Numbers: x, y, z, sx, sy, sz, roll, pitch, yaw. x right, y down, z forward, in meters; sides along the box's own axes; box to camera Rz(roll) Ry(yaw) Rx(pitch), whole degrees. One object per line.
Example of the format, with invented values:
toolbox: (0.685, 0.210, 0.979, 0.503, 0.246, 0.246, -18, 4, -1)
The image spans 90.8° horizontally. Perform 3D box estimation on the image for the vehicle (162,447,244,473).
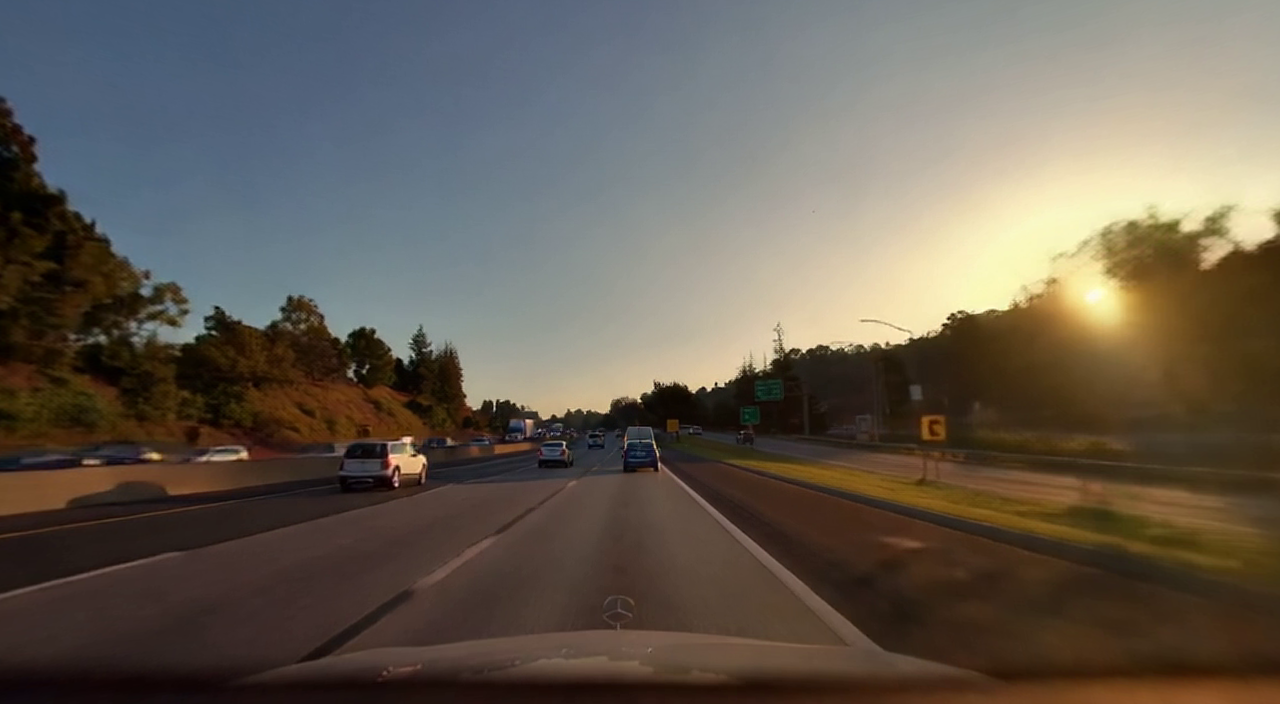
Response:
vehicle: (-25.661, 6.359, 37.324, 1.752, 1.419, 4.340, 0, -8, 0)

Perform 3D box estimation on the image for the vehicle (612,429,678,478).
vehicle: (0.149, 4.003, 25.178, 2.378, 1.750, 4.355, 0, -8, -1)

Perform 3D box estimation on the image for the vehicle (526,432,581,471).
vehicle: (-4.113, 4.817, 30.780, 2.044, 1.717, 4.421, 0, -8, 0)

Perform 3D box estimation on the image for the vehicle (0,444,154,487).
vehicle: (-21.568, 4.325, 24.525, 1.889, 1.475, 4.455, 0, -8, 0)

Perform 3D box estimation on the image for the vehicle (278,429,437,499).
vehicle: (-7.507, 3.031, 17.472, 2.195, 1.652, 4.733, 0, -8, 0)
